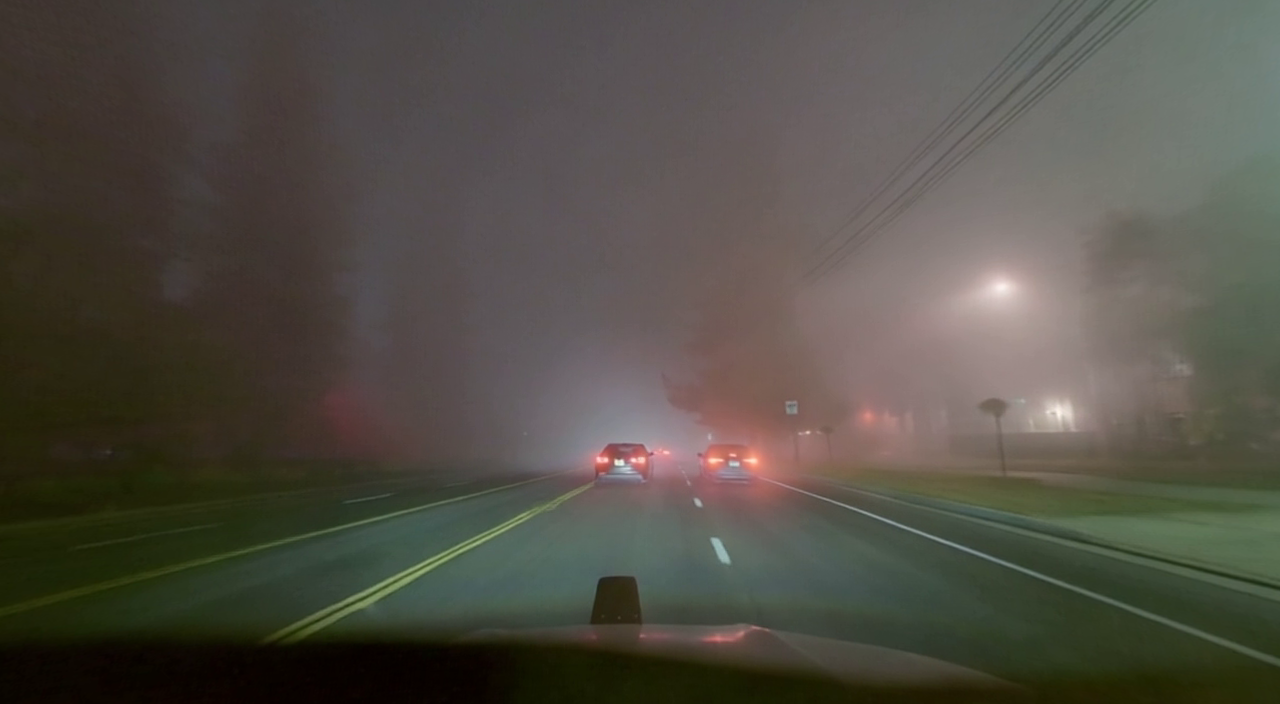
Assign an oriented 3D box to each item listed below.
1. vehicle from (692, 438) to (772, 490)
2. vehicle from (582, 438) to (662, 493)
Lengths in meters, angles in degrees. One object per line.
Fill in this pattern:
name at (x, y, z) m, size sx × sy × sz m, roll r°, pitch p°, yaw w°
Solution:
vehicle at (2.828, 3.532, 20.208) m, size 2.065 × 1.456 × 4.099 m, roll 0°, pitch -8°, yaw 2°
vehicle at (-0.416, 3.379, 19.166) m, size 2.030 × 1.467 × 4.403 m, roll -1°, pitch -8°, yaw 3°
